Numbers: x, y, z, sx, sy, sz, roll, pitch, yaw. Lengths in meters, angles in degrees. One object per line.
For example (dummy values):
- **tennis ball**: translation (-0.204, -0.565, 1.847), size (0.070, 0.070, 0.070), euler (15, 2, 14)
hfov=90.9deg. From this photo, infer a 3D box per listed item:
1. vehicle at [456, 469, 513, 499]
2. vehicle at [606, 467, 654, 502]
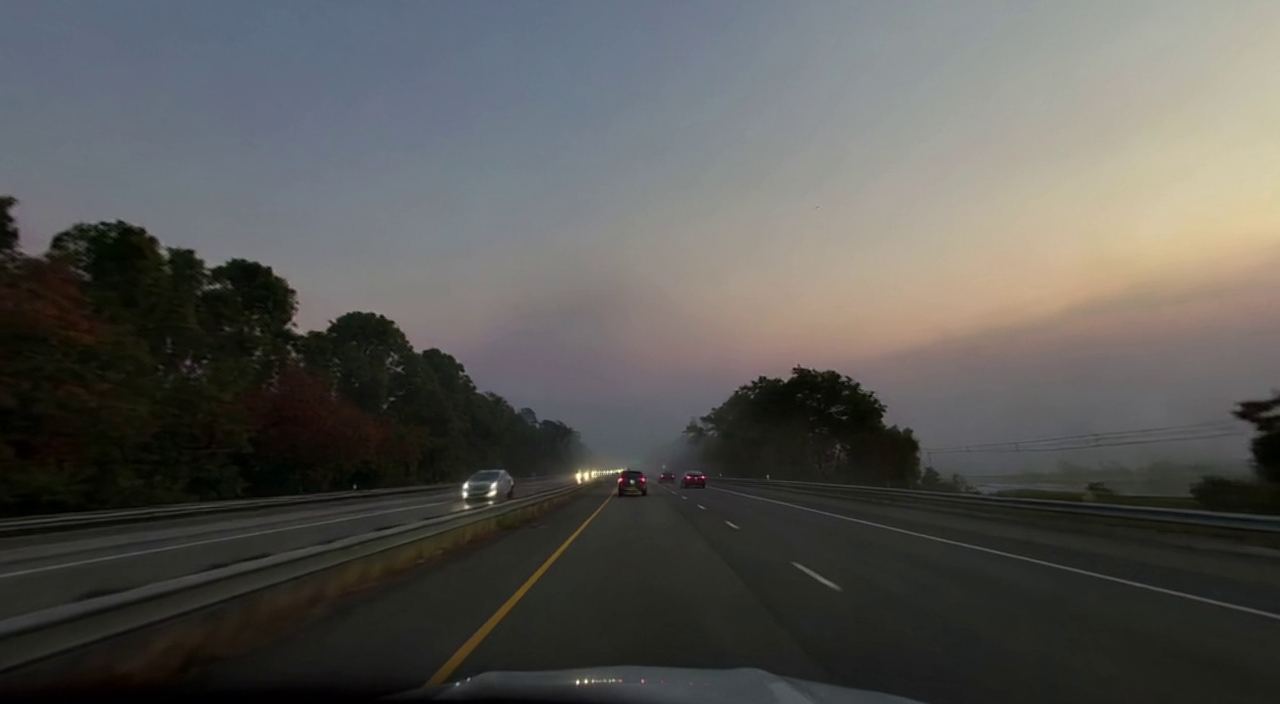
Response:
- **vehicle**: translation (-8.295, 7.066, 33.920), size (1.970, 1.493, 3.879), euler (0, -10, 1)
- **vehicle**: translation (-0.433, 6.094, 29.316), size (2.060, 1.473, 3.726), euler (1, -10, 0)
